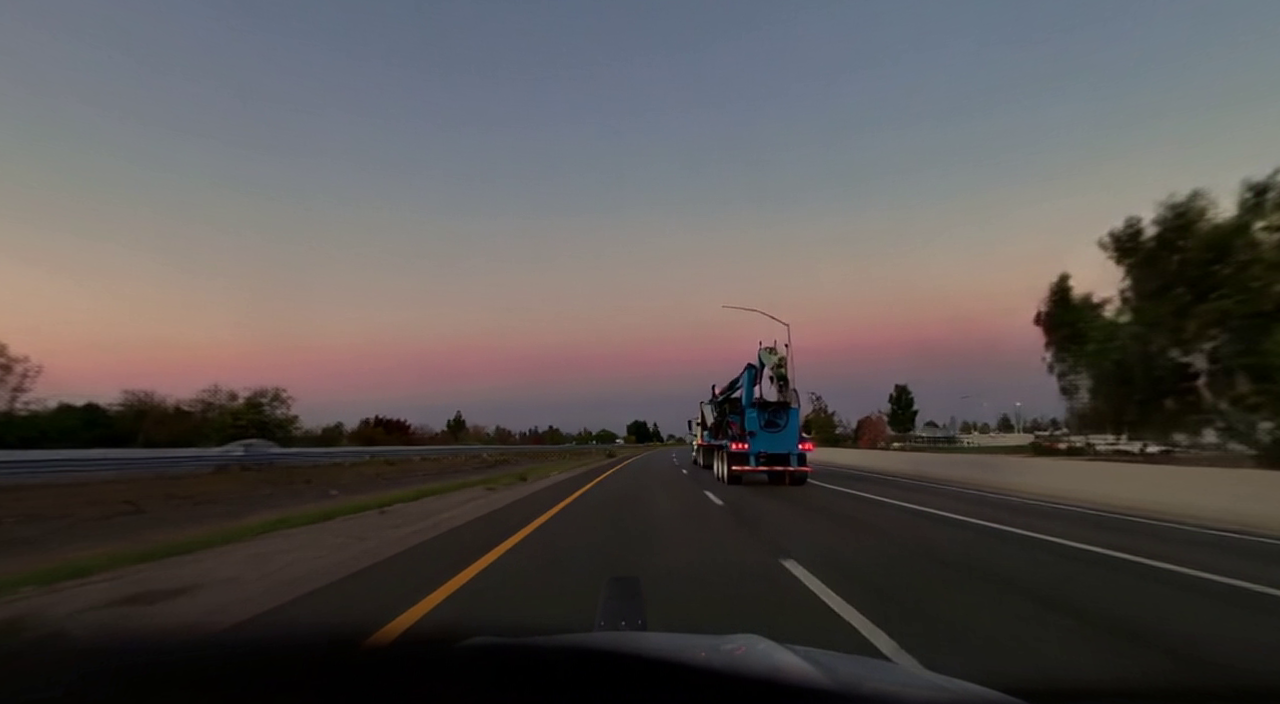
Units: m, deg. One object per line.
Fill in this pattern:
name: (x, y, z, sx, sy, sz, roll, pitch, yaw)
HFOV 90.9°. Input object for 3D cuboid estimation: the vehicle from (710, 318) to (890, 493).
vehicle: (3.963, 1.667, 17.561, 3.279, 3.956, 6.541, 0, -8, 1)

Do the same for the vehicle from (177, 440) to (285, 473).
vehicle: (-19.766, 5.059, 30.794, 2.036, 1.476, 4.826, 0, -8, 0)
